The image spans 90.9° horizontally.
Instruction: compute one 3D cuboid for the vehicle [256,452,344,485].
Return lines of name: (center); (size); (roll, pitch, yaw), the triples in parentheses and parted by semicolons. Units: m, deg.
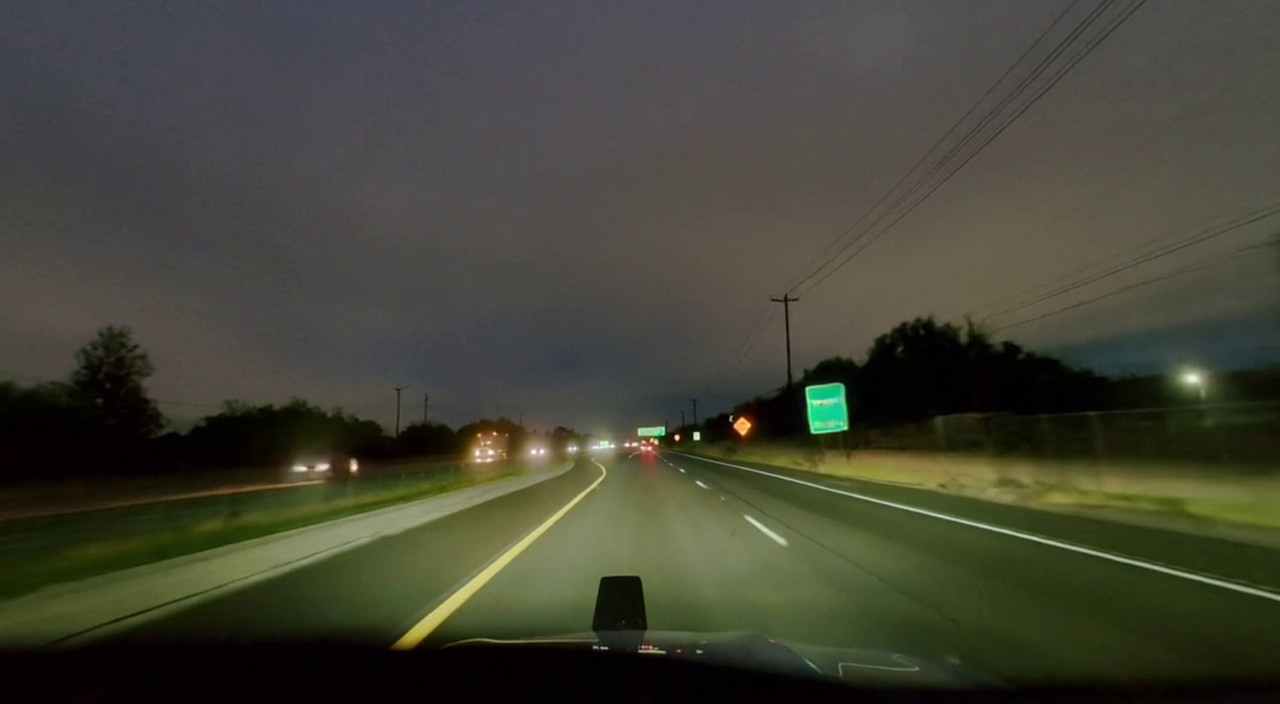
vehicle: (-17.045, 5.847, 31.879); (1.897, 1.456, 4.513); (0, -8, 1)
